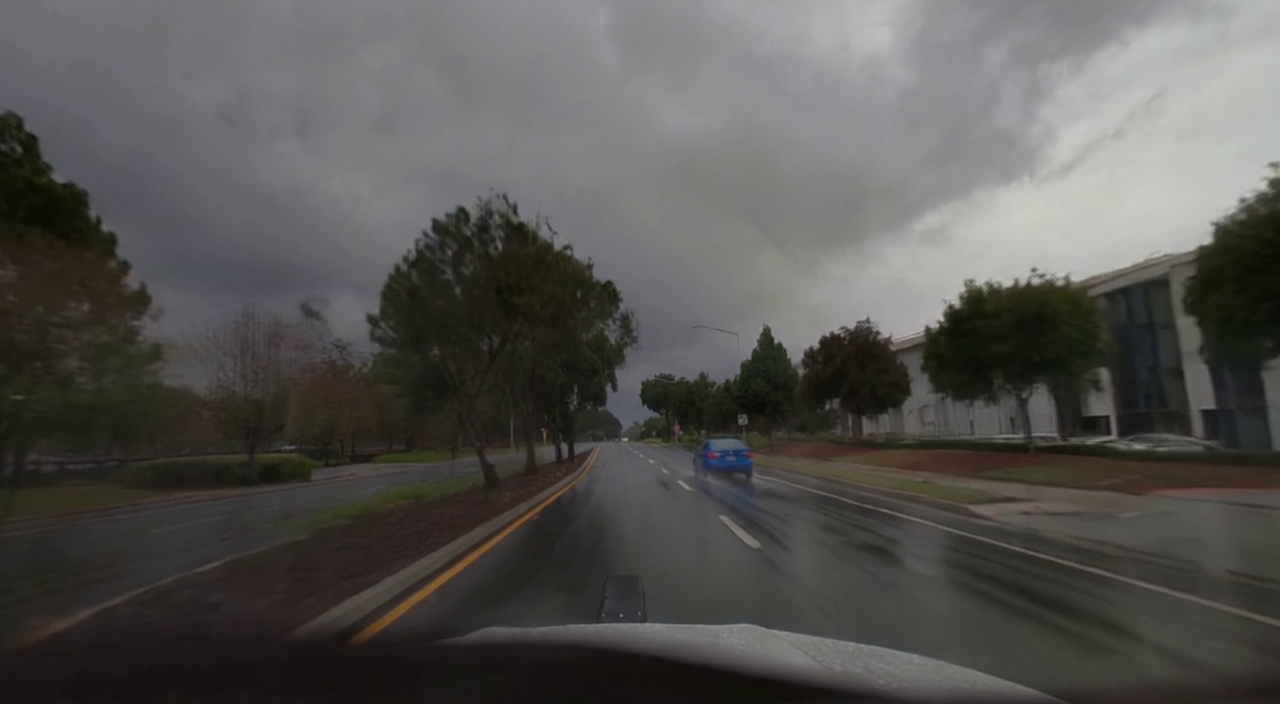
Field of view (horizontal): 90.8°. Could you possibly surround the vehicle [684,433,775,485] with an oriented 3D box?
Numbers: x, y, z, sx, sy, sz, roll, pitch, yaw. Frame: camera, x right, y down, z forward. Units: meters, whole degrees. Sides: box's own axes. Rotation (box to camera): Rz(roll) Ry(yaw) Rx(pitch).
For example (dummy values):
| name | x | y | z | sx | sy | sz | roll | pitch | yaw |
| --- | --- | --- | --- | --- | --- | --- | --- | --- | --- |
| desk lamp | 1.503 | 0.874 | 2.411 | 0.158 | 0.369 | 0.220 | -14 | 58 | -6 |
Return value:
| name | x | y | z | sx | sy | sz | roll | pitch | yaw |
| --- | --- | --- | --- | --- | --- | --- | --- | --- | --- |
| vehicle | 2.771 | 3.456 | 20.698 | 2.114 | 1.493 | 4.430 | 0 | -8 | -3 |
